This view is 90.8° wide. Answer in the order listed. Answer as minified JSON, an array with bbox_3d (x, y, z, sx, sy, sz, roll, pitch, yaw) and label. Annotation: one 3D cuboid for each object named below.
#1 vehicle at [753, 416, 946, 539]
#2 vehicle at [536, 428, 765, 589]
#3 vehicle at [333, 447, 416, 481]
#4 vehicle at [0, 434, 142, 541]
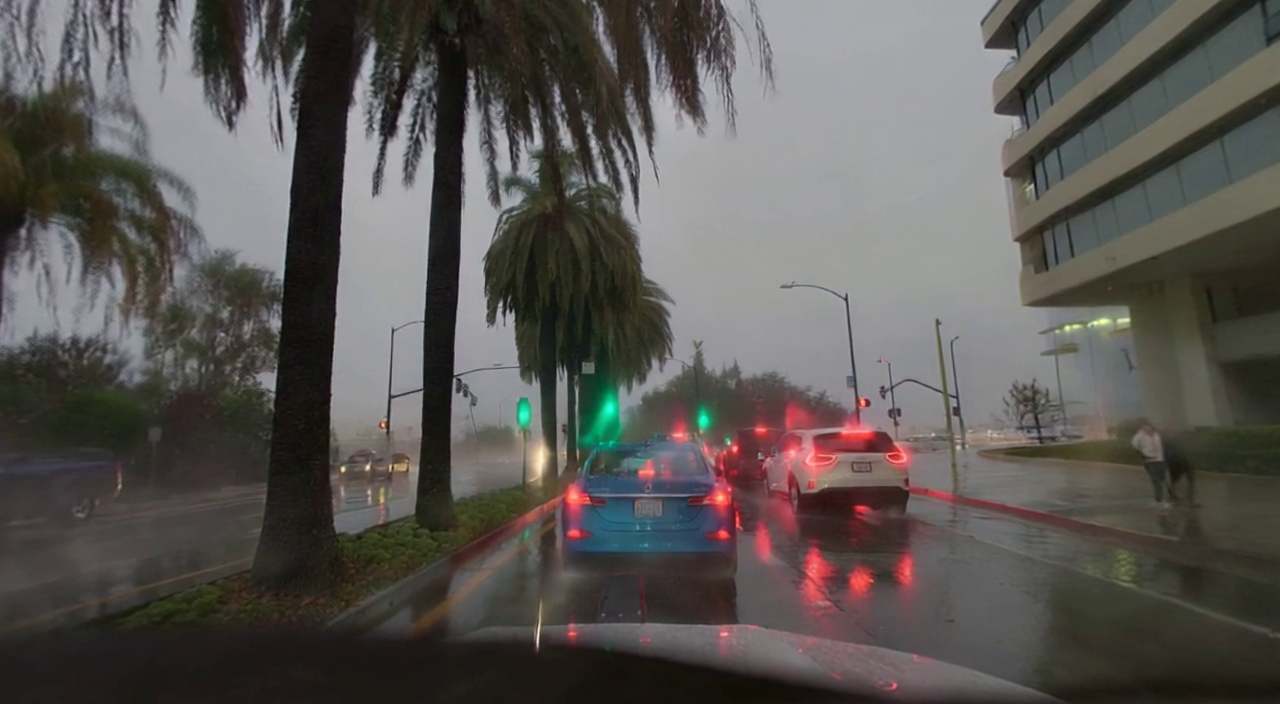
[{"bbox_3d":[3.395,2.124,11.290,2.003,1.733,4.319,0,-8,1],"label":"vehicle"},{"bbox_3d":[0.140,1.729,7.823,2.088,1.452,3.993,0,-8,1],"label":"vehicle"},{"bbox_3d":[-13.186,5.563,31.722,1.965,1.507,4.725,-1,-8,2],"label":"vehicle"},{"bbox_3d":[-13.057,2.719,12.288,2.240,1.964,5.707,-6,-8,0],"label":"vehicle"}]
